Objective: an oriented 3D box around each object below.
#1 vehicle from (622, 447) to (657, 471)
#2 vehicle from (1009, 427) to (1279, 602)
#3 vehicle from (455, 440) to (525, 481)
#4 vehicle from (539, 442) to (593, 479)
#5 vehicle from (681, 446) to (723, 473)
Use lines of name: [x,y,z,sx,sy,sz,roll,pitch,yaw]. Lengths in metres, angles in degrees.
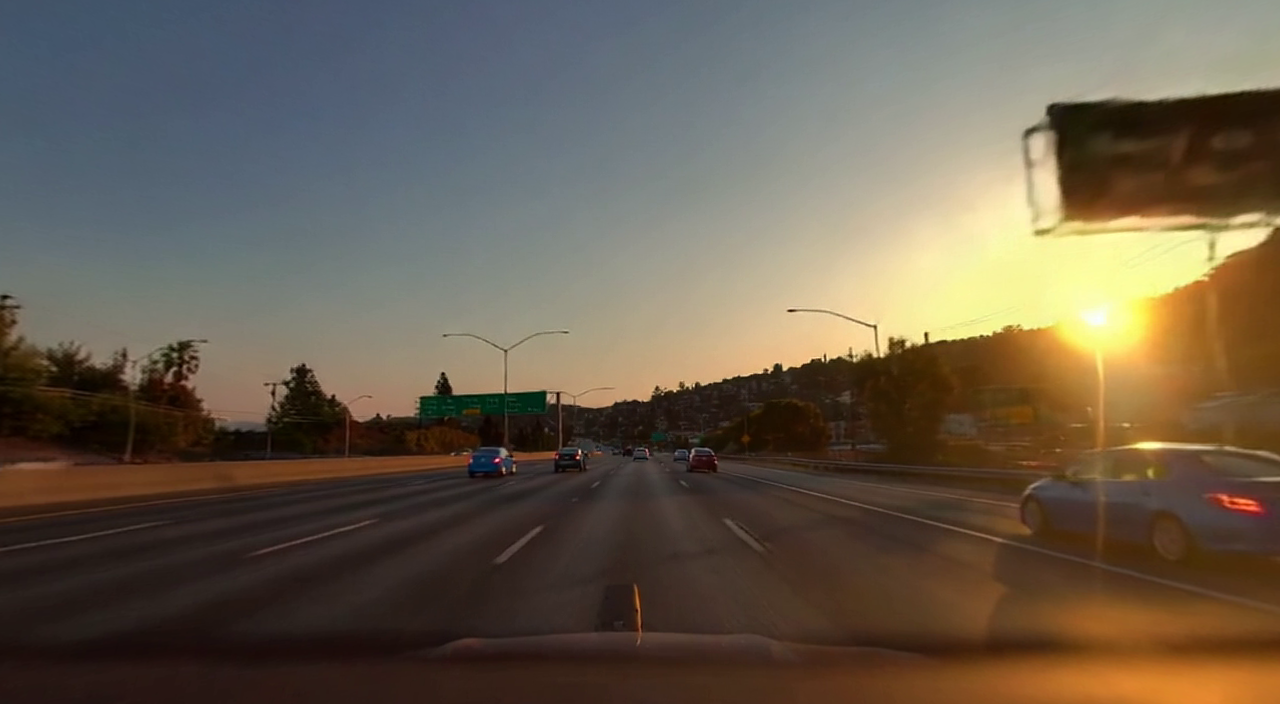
vehicle: [-0.036,7.108,42.118,2.166,1.496,4.158,0,-8,0]
vehicle: [6.870,1.784,7.709,1.981,1.587,4.519,0,-8,0]
vehicle: [-6.839,4.965,29.200,2.112,1.721,4.381,0,-8,0]
vehicle: [-3.573,5.315,31.163,2.091,1.664,4.157,0,-8,1]
vehicle: [3.719,6.593,38.810,2.077,1.527,4.553,0,-8,-1]
